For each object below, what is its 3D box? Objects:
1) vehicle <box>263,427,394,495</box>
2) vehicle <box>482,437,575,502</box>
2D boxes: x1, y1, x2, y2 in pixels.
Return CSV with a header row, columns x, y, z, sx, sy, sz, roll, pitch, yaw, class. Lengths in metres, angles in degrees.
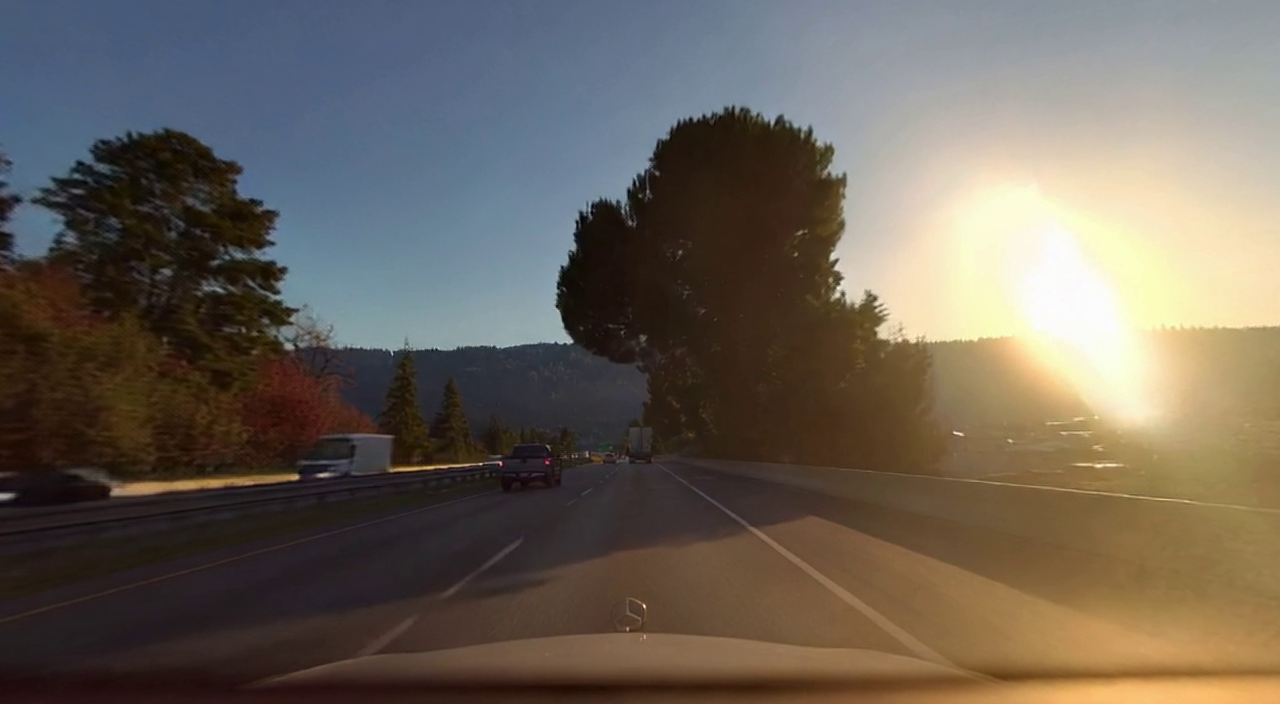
x,y,z,sx,sy,sz,roll,pitch,yaw,class
-12.330,4.383,25.583,2.248,2.417,5.896,0,-9,0,vehicle
-3.452,3.756,20.555,2.079,1.845,4.654,0,-9,1,vehicle
